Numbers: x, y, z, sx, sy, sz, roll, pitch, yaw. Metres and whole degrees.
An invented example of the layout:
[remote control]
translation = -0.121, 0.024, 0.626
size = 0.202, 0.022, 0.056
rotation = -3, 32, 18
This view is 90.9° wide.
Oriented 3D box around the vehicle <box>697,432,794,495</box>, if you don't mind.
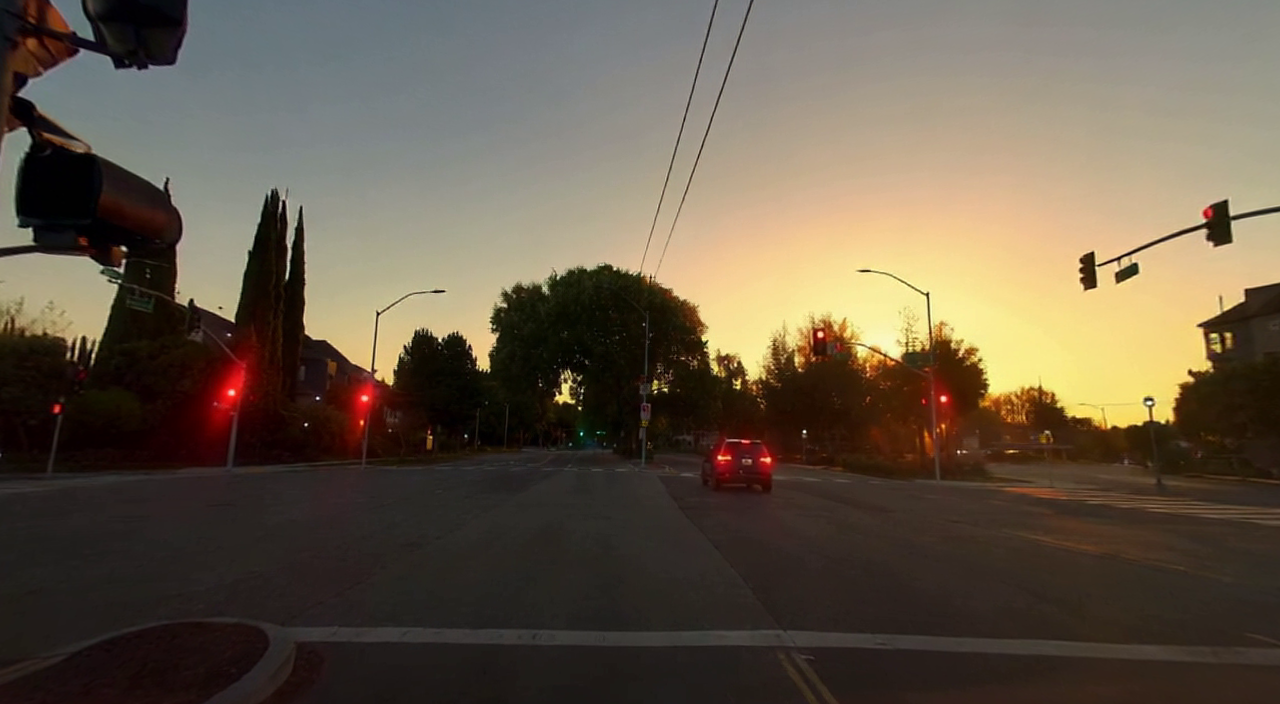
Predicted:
[vehicle]
translation = 3.073, 3.371, 19.477
size = 2.150, 1.706, 4.754
rotation = 0, -8, 0
